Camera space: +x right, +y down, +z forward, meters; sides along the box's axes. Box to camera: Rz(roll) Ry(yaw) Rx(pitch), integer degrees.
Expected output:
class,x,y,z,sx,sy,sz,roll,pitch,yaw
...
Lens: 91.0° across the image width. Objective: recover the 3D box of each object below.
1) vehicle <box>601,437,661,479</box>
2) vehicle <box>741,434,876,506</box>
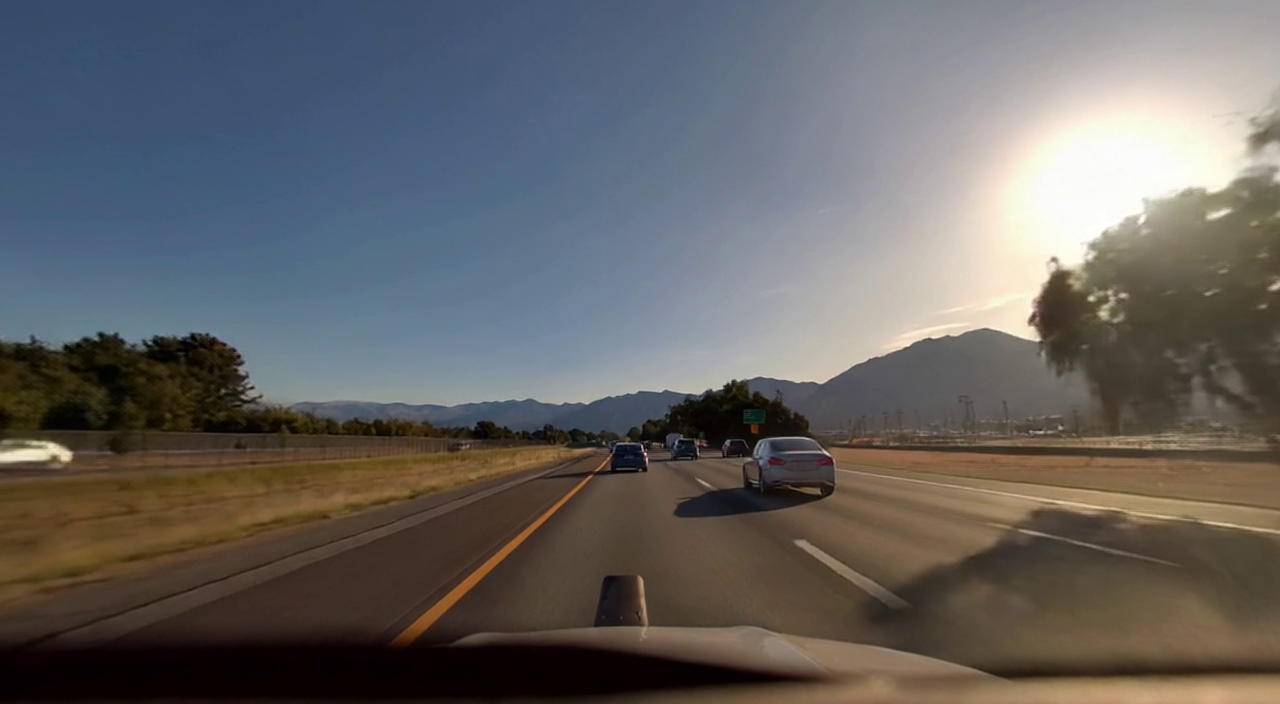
class,x,y,z,sx,sy,sz,roll,pitch,yaw
vehicle,-0.329,4.005,24.021,2.085,1.449,3.860,0,-8,0
vehicle,3.786,2.708,14.972,1.957,1.447,4.241,0,-8,-1
